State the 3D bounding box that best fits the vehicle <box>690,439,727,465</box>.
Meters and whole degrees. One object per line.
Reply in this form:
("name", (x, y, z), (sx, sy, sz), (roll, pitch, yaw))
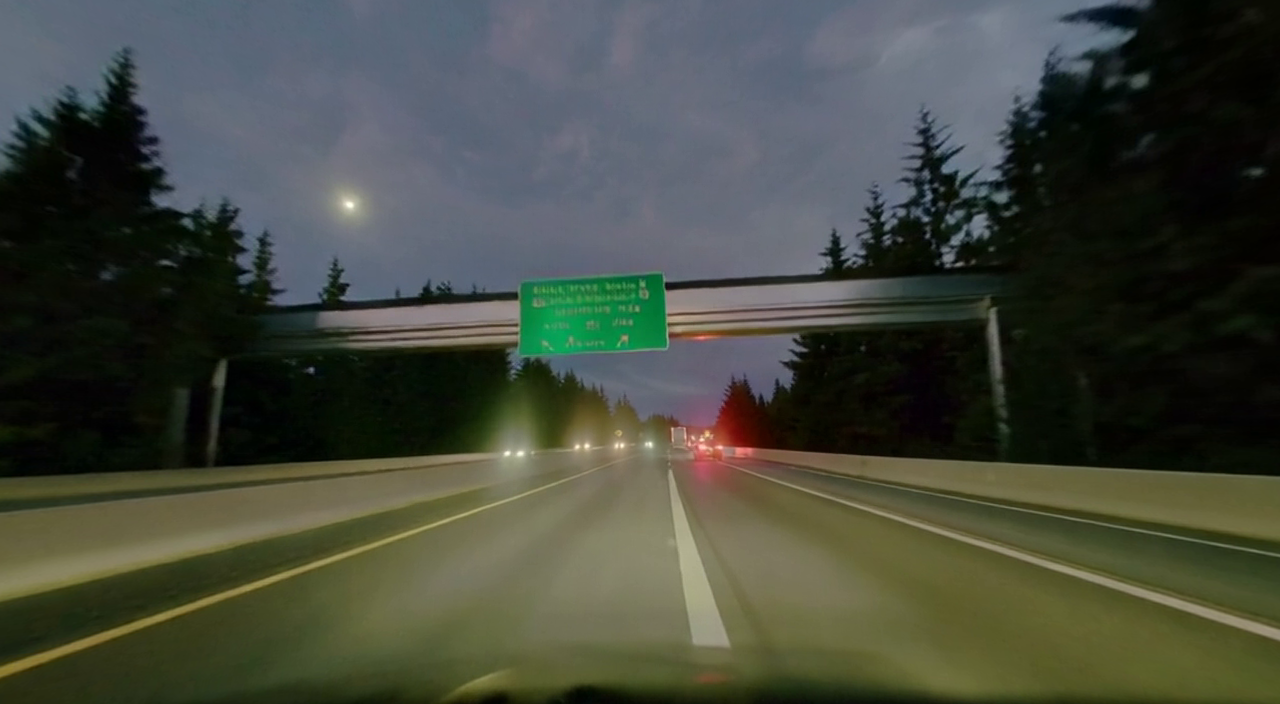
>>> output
("vehicle", (4.345, 6.354, 40.190), (1.954, 1.550, 4.140), (0, -8, 1))
